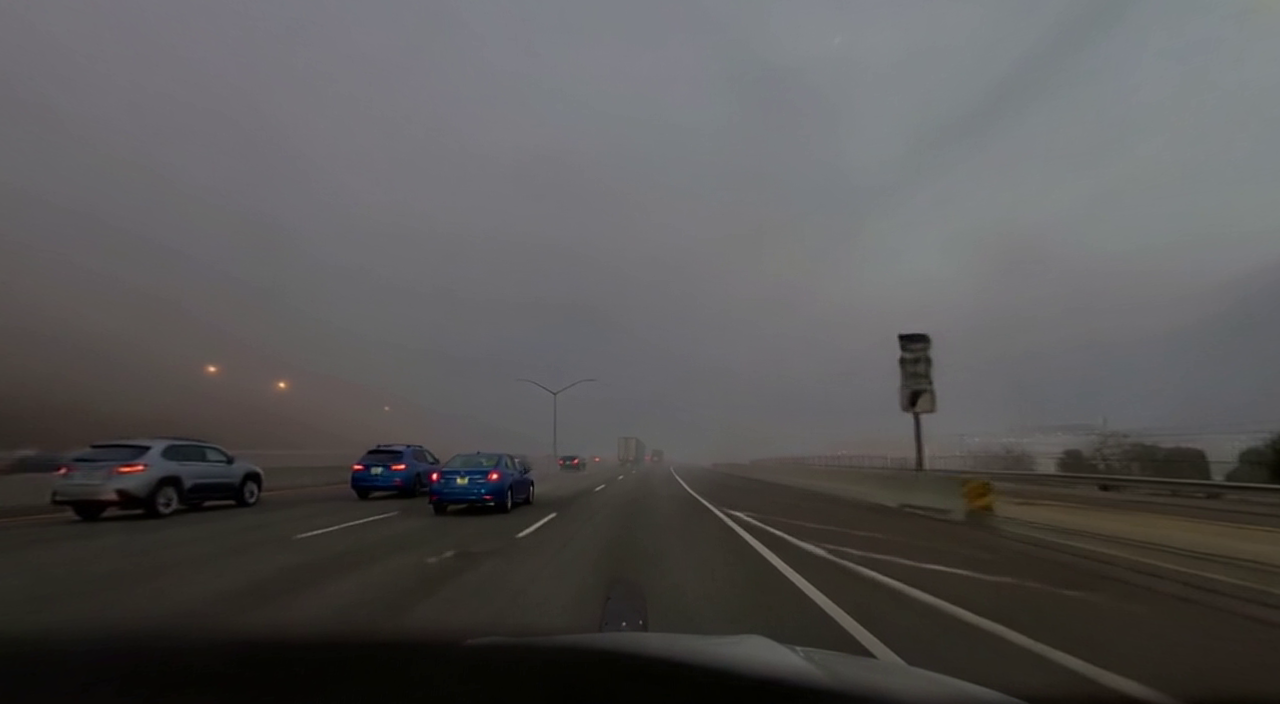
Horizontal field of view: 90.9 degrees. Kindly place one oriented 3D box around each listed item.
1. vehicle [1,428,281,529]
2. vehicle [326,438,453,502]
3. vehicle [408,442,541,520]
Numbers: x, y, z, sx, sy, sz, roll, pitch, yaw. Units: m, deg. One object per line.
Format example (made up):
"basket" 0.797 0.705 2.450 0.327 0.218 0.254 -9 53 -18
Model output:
"vehicle" -10.556 2.683 14.065 2.044 1.810 5.016 0 -8 1
"vehicle" -7.332 3.482 19.025 1.970 1.682 4.297 0 -8 2
"vehicle" -3.580 2.843 14.418 1.953 1.511 3.704 0 -8 1
